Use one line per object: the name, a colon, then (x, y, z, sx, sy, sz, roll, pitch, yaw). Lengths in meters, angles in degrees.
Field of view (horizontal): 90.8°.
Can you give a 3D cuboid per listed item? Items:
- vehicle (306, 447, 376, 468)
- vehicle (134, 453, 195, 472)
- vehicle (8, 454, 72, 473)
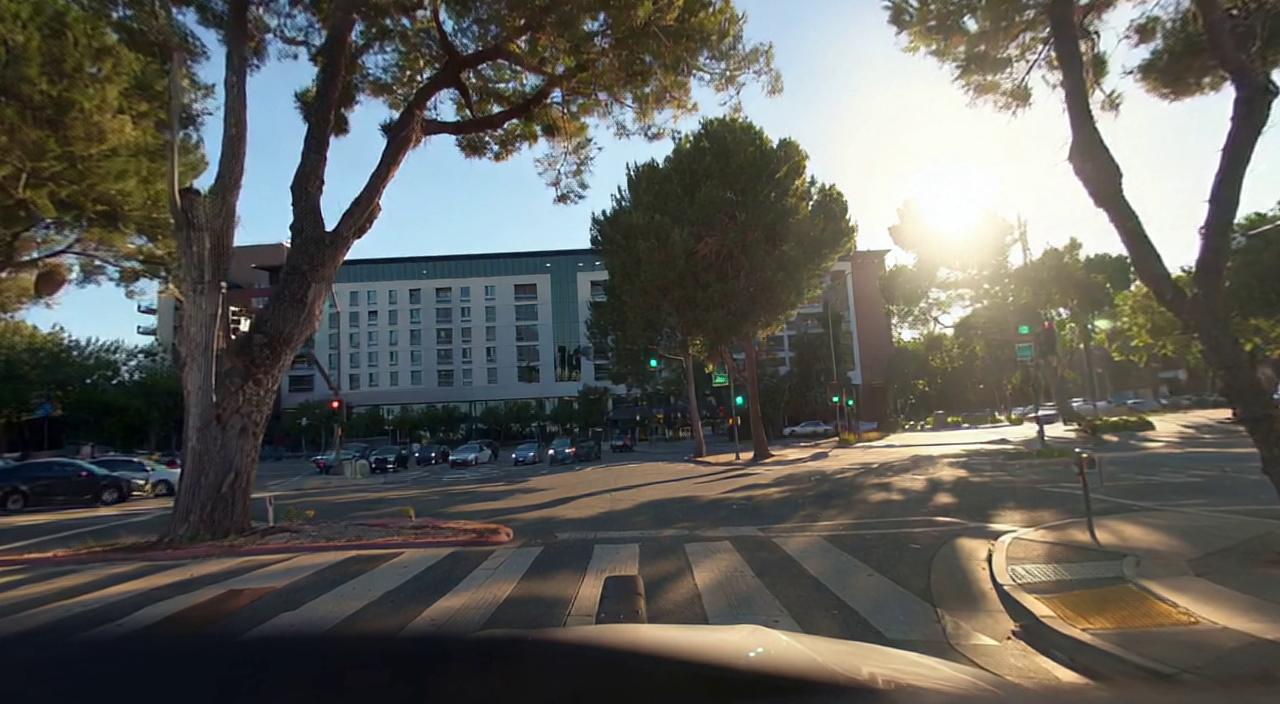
vehicle: (-22.007, 7.770, 46.579, 4.207, 1.508, 1.875, -1, -9, 2)
vehicle: (-36.456, 8.470, 48.554, 1.709, 1.410, 3.945, 0, -9, -1)
vehicle: (-46.387, 8.579, 48.894, 1.627, 1.392, 3.330, 0, -9, -1)
